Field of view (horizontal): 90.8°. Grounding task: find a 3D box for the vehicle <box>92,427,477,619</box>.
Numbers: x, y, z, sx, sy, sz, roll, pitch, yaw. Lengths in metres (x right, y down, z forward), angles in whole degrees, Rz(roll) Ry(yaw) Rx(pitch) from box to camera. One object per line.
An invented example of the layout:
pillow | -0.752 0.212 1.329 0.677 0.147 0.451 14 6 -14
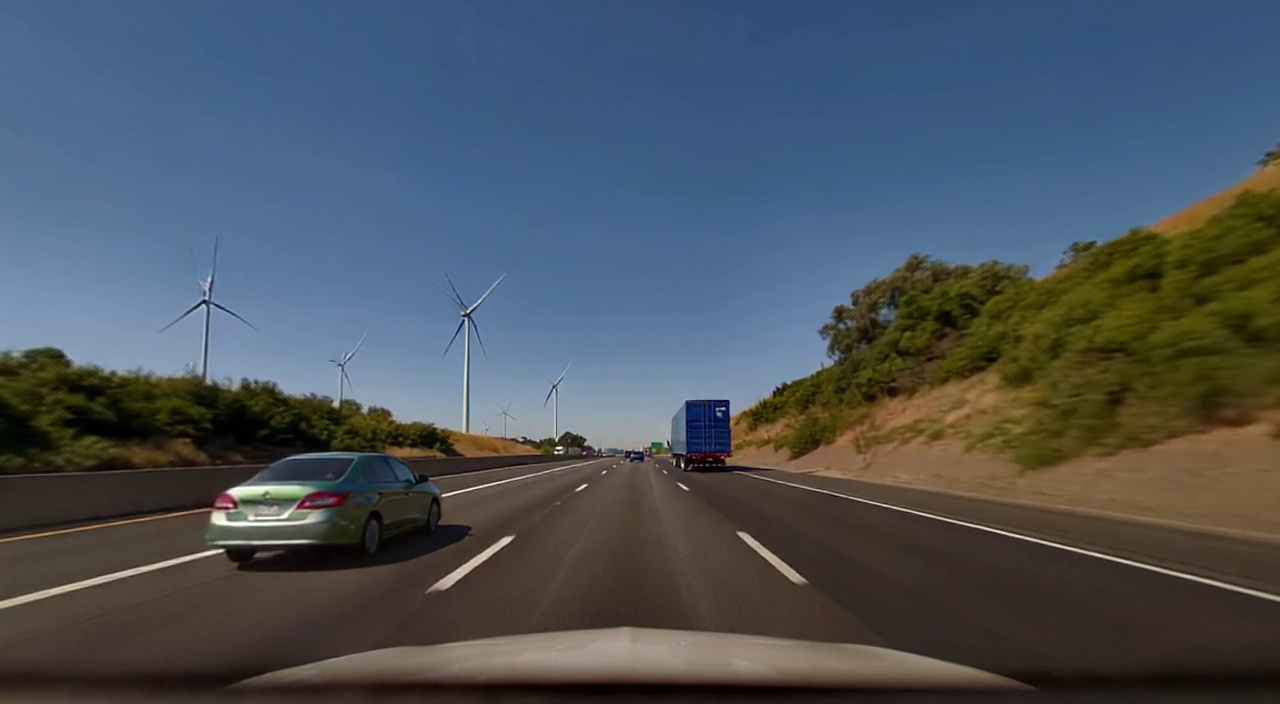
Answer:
vehicle | -3.402 1.689 7.183 1.952 1.521 4.095 0 -9 0

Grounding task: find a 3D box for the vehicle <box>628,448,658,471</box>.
vehicle | 0.196 7.228 42.655 1.931 1.453 3.695 0 -9 -1

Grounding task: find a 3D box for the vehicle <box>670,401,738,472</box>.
vehicle | 3.922 5.784 42.346 2.947 3.989 13.568 0 -9 -1
